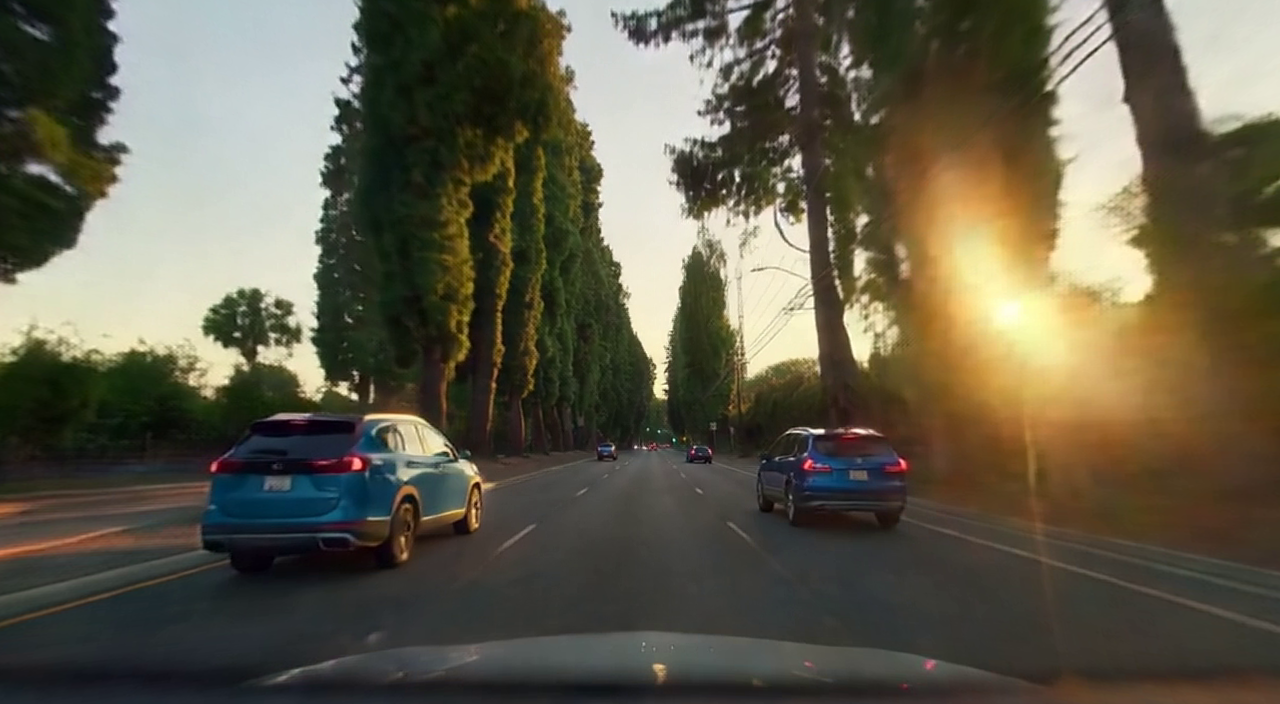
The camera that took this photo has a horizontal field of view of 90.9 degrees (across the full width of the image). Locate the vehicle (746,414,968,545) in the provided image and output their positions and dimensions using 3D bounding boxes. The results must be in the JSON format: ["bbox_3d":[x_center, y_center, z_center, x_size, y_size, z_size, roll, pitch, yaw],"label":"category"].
[{"bbox_3d":[3.305,2.049,10.777,2.182,1.744,4.464,0,-8,0],"label":"vehicle"}]

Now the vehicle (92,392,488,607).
[{"bbox_3d":[-3.488,1.563,7.600,2.104,1.785,4.494,0,-8,1],"label":"vehicle"}]

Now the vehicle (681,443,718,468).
[{"bbox_3d":[3.805,6.687,40.898,1.906,1.468,4.422,0,-8,-1],"label":"vehicle"}]
